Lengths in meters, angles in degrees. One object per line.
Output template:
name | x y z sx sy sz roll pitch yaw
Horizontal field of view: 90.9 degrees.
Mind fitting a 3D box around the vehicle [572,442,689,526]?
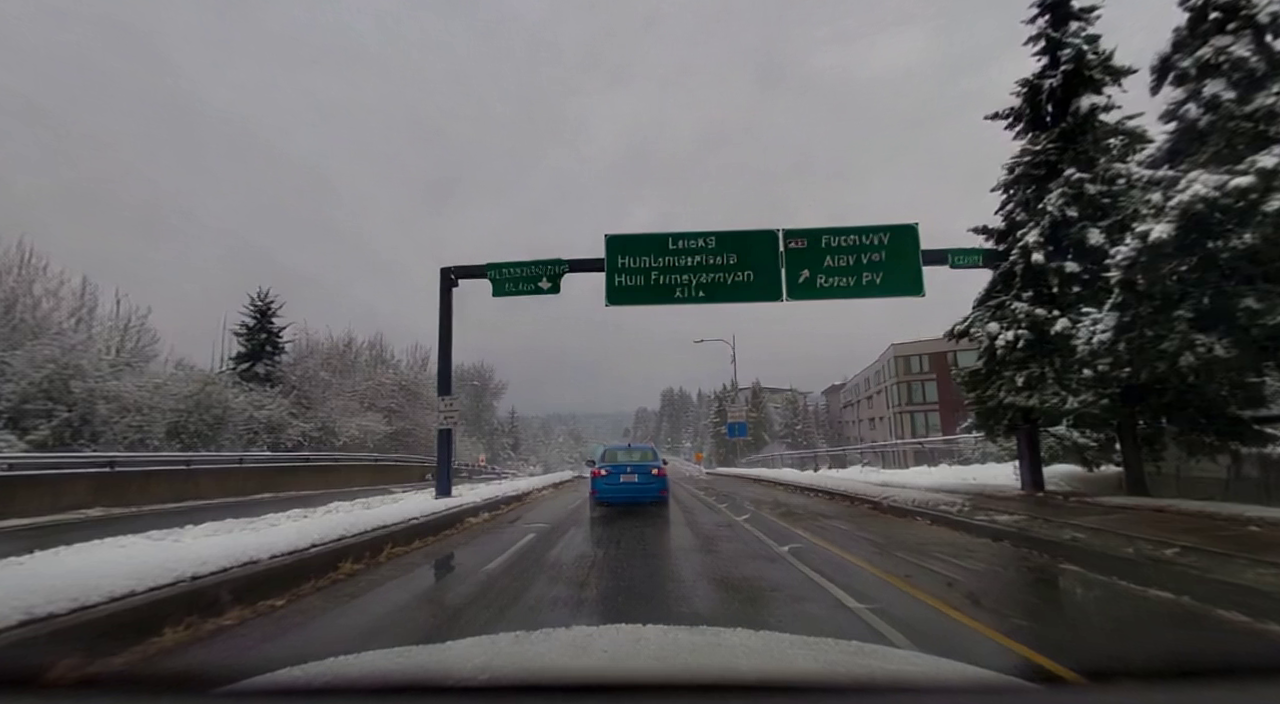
vehicle | -0.176 2.640 13.137 2.063 1.442 3.933 0 -9 0
